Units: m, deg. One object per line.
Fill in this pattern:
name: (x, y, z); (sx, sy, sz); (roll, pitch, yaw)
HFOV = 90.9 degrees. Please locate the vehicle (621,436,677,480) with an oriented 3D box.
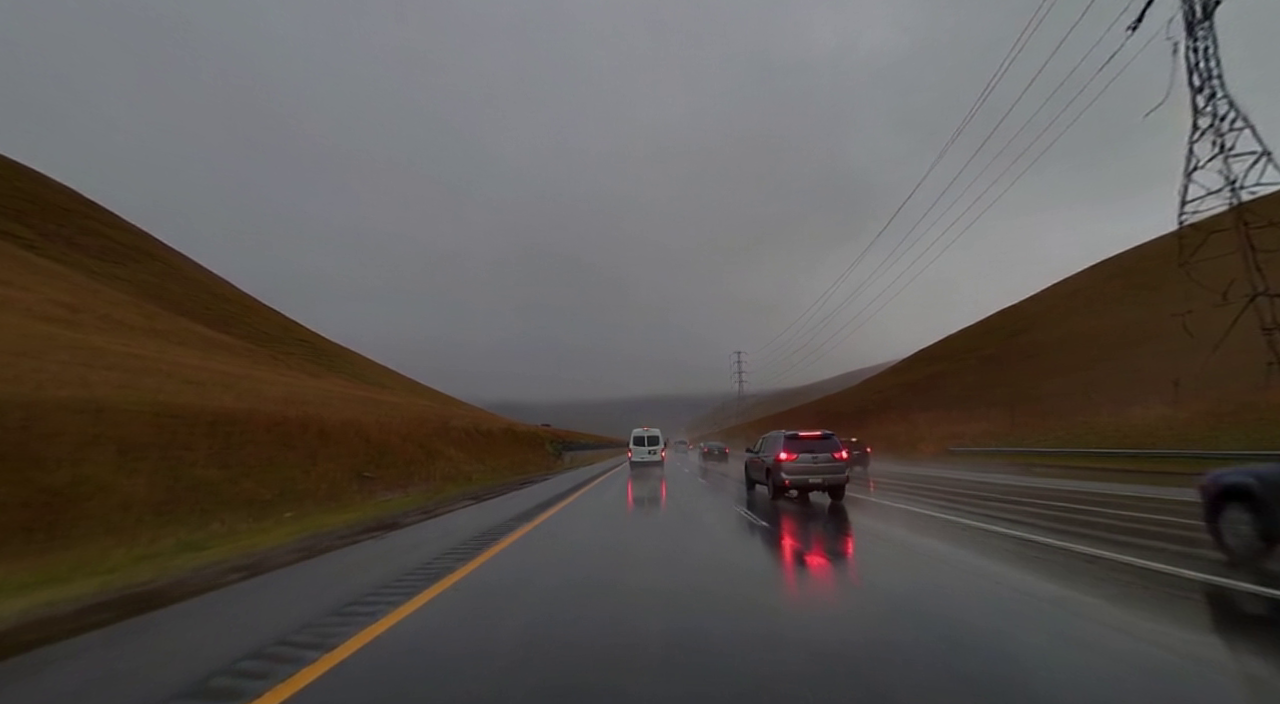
vehicle: (0.421, 4.645, 27.930); (2.268, 1.772, 4.523); (0, -8, 1)

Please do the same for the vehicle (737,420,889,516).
vehicle: (3.650, 2.549, 14.325); (2.139, 1.821, 4.480); (0, -8, 0)

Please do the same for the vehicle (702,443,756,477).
vehicle: (4.121, 5.086, 29.961); (1.938, 1.466, 4.356); (0, -8, 0)
